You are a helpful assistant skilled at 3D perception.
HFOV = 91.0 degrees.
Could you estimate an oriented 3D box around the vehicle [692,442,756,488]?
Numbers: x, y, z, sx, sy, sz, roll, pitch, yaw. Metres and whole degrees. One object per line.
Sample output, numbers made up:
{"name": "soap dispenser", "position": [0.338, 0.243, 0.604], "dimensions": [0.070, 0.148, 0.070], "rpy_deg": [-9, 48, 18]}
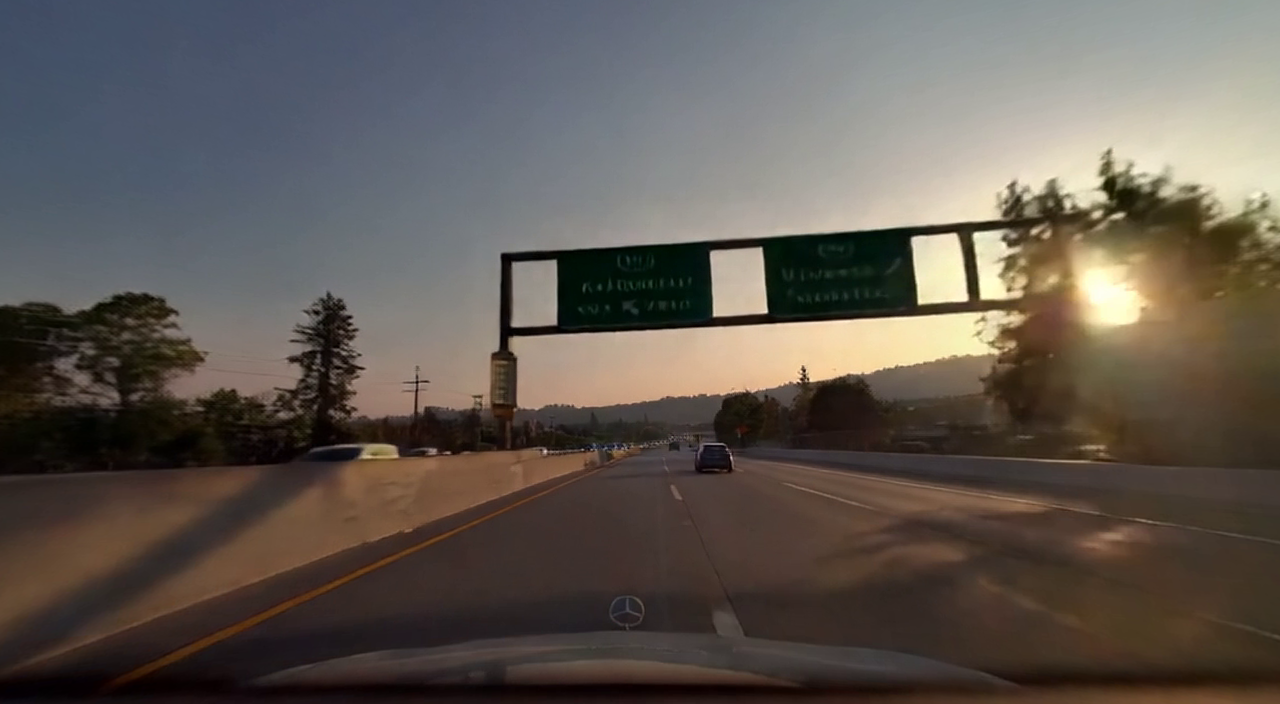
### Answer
{"name": "vehicle", "position": [2.732, 3.728, 21.176], "dimensions": [1.683, 1.400, 3.868], "rpy_deg": [0, -8, 1]}

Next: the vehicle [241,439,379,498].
{"name": "vehicle", "position": [-9.913, 3.490, 19.379], "dimensions": [1.729, 1.580, 4.432], "rpy_deg": [0, -8, 2]}

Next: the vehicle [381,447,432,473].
{"name": "vehicle", "position": [-16.471, 7.611, 44.599], "dimensions": [1.919, 1.632, 4.313], "rpy_deg": [-2, -8, 2]}
